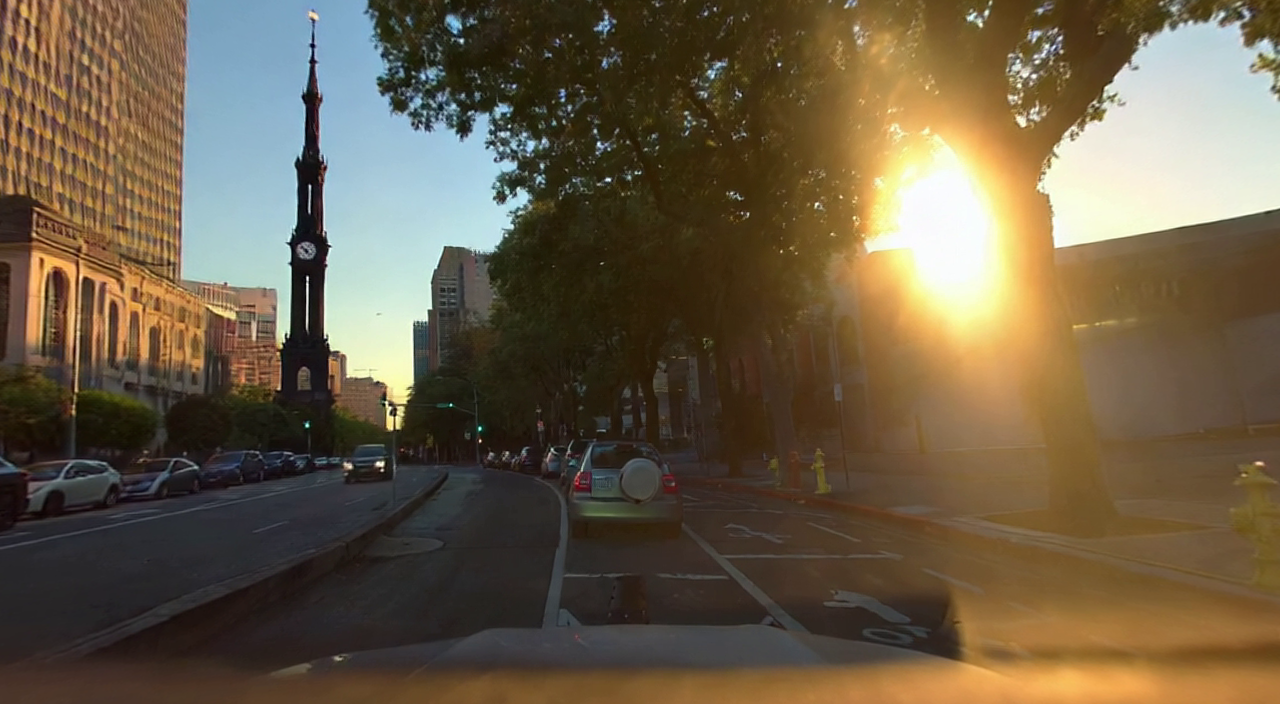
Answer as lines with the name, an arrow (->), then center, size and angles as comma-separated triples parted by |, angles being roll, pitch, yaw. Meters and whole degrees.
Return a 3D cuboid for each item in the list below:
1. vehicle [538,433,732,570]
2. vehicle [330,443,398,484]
vehicle -> -0.241, 1.944, 9.036 | 2.142, 1.475, 4.051 | 1, -8, -6
vehicle -> -12.792, 5.153, 29.531 | 2.179, 1.698, 4.549 | 2, -9, -15
